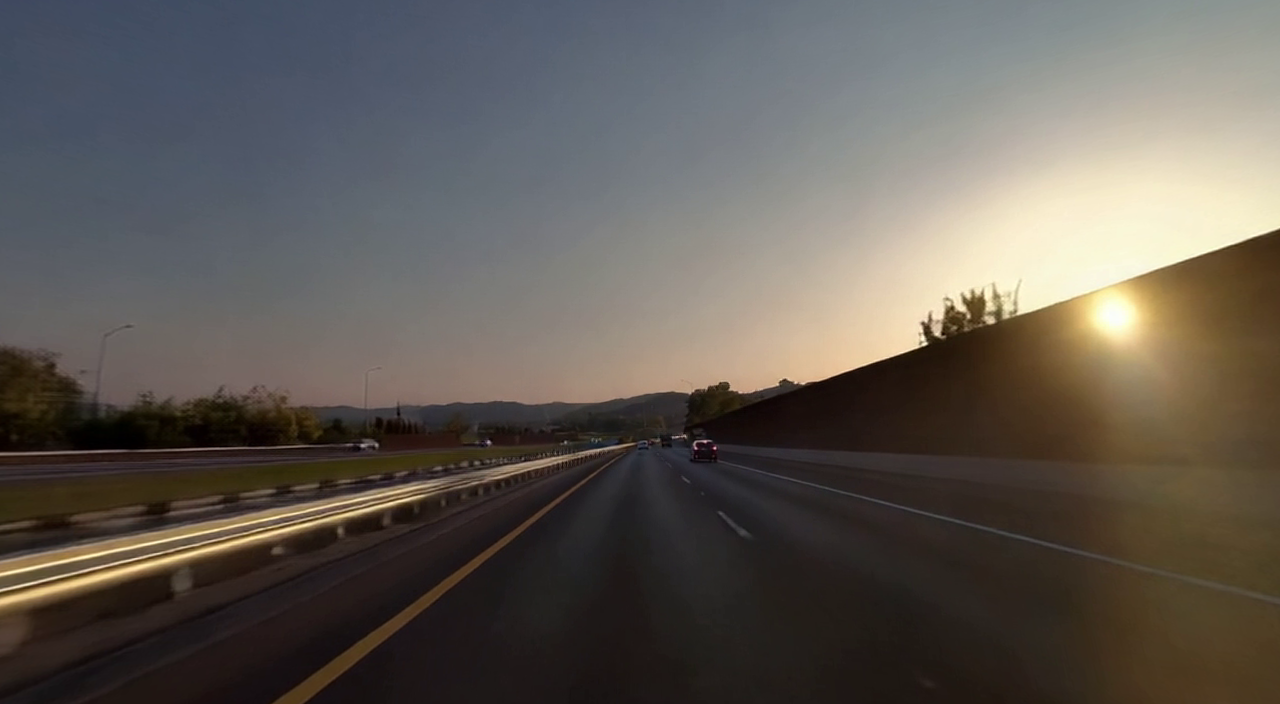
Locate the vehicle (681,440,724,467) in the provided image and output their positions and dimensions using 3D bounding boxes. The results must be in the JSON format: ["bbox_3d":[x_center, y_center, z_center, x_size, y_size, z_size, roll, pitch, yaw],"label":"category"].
[{"bbox_3d":[3.698,6.080,37.773,2.044,1.527,4.658,0,-8,-1],"label":"vehicle"}]
